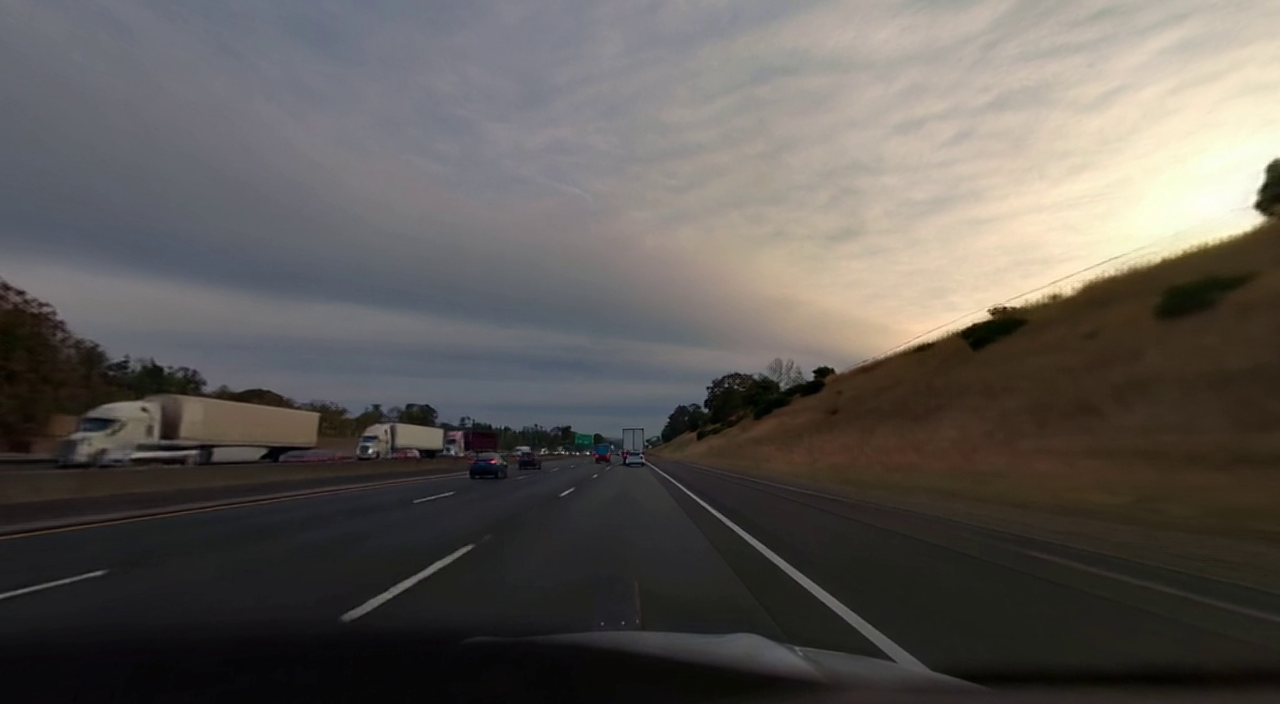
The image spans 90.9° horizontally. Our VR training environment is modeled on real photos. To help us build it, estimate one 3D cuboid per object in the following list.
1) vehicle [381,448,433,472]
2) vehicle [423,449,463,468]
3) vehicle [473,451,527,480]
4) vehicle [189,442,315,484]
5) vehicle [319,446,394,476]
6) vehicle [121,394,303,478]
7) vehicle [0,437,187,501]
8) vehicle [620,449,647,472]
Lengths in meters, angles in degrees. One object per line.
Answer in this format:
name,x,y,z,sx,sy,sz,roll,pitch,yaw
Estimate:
vehicle,-15.006,6.958,40.818,1.851,1.438,4.071,0,-9,-1
vehicle,-15.198,8.228,48.733,1.837,1.427,4.020,0,-9,-1
vehicle,-7.556,6.134,34.426,1.895,1.446,4.456,0,-9,0
vehicle,-14.842,4.279,24.467,2.121,1.452,4.356,0,-9,-1
vehicle,-15.131,5.843,33.963,1.918,1.466,4.632,0,-9,-1
vehicle,-19.593,4.043,29.716,2.935,3.383,7.992,0,-9,0
vehicle,-14.469,2.994,16.512,2.056,1.438,4.297,0,-9,-1
vehicle,-0.494,8.165,47.460,2.009,1.657,3.962,0,-9,-1
